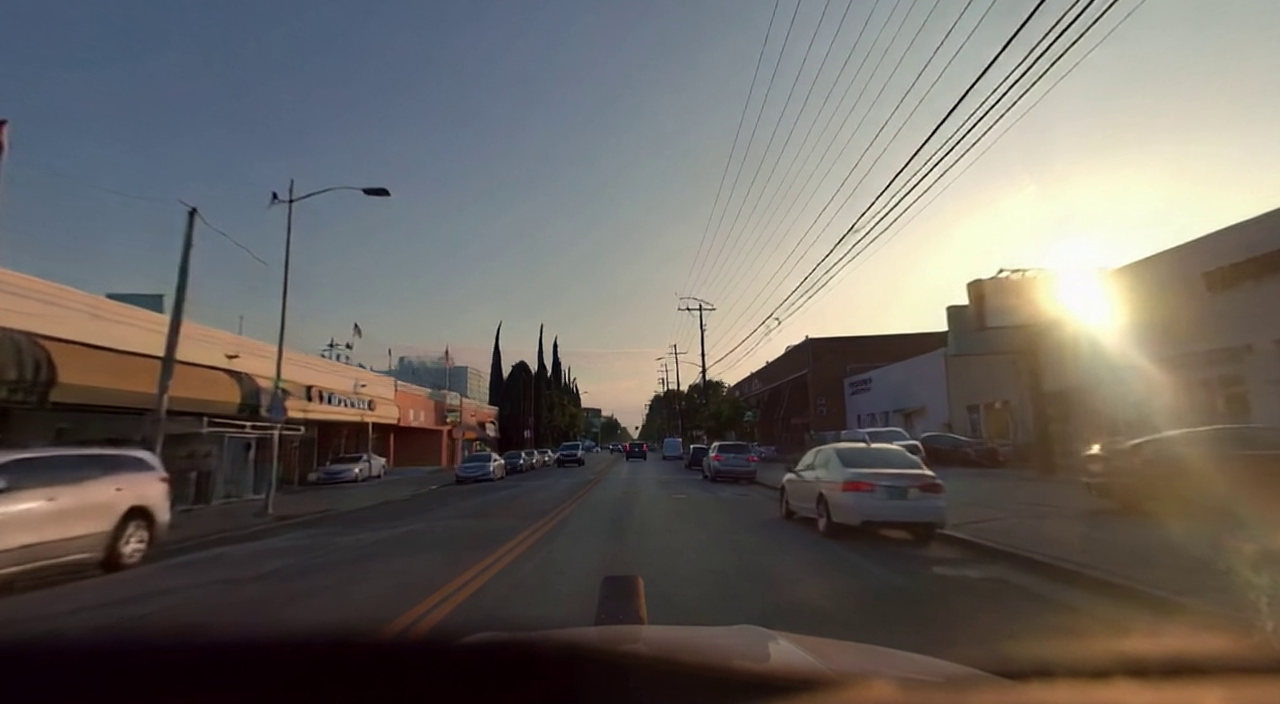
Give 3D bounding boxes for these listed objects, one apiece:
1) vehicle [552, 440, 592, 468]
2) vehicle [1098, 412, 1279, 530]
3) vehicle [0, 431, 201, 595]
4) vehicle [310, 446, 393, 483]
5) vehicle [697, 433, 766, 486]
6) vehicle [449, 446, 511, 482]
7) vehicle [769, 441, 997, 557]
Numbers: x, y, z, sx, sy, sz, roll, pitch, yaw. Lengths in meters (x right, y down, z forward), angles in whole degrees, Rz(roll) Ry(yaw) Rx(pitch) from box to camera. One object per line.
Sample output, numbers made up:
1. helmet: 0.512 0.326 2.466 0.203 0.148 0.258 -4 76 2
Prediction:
1. vehicle: -5.098 7.645 47.599 2.152 1.918 4.217 -3 -9 5
2. vehicle: 10.290 1.755 9.812 4.744 1.610 1.921 -2 -8 1
3. vehicle: -8.263 1.883 7.474 1.986 1.831 5.678 -1 -9 1
4. vehicle: -14.813 5.800 32.814 1.969 1.741 5.148 0 -9 -1
5. vehicle: 3.459 4.208 24.804 2.025 1.843 4.883 -1 -9 1
6. vehicle: -8.419 5.916 33.801 2.113 1.665 5.062 0 -7 -2
7. vehicle: 3.562 2.207 10.335 1.866 1.439 4.482 0 -8 -1
